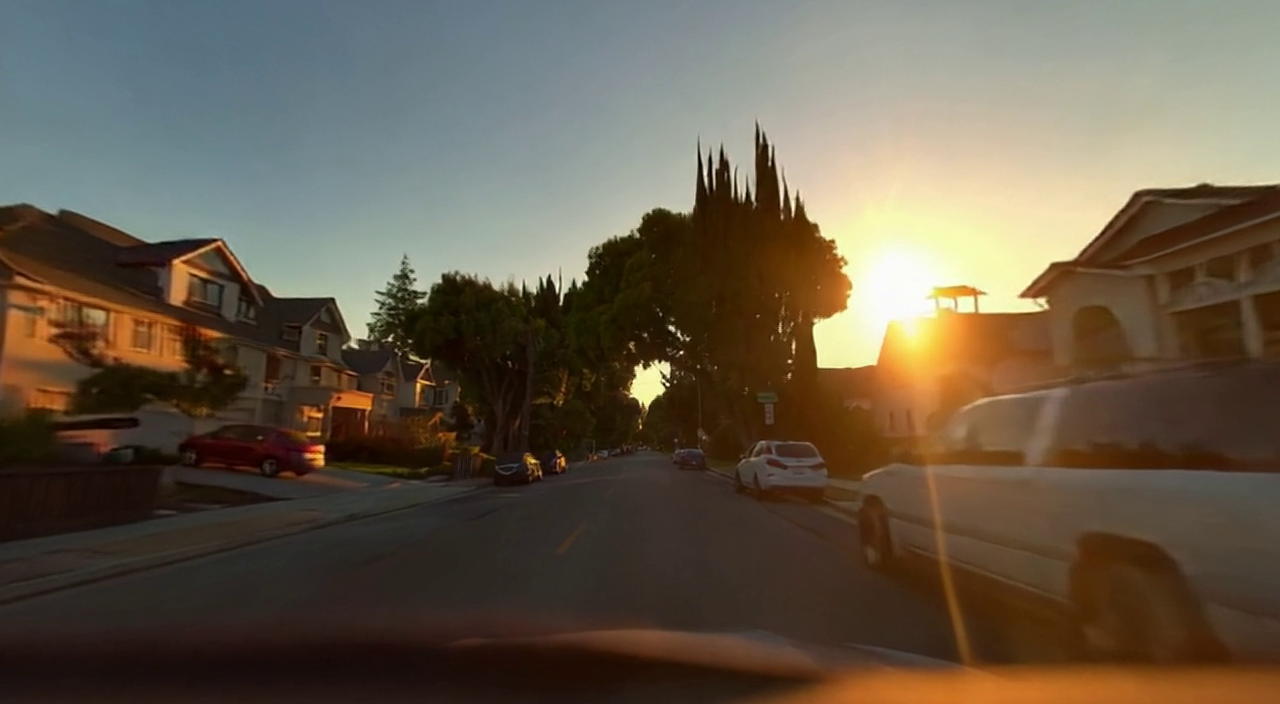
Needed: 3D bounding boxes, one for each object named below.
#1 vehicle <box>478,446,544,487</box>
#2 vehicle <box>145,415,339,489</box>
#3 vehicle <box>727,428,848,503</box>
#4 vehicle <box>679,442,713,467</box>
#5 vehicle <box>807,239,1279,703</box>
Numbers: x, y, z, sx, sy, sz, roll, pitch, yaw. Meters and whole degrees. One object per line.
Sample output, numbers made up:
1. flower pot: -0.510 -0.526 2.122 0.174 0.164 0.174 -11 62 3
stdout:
1. vehicle: -5.822 5.206 29.031 2.027 1.544 4.959 -1 -7 0
2. vehicle: -13.041 3.273 20.837 4.837 1.897 2.228 4 -8 5
3. vehicle: 4.135 3.314 18.893 2.311 1.859 5.880 0 -9 1
4. vehicle: 4.205 7.759 47.789 2.136 1.794 4.598 0 -9 0
5. vehicle: 3.835 1.109 5.132 2.952 2.216 7.033 0 -8 0
